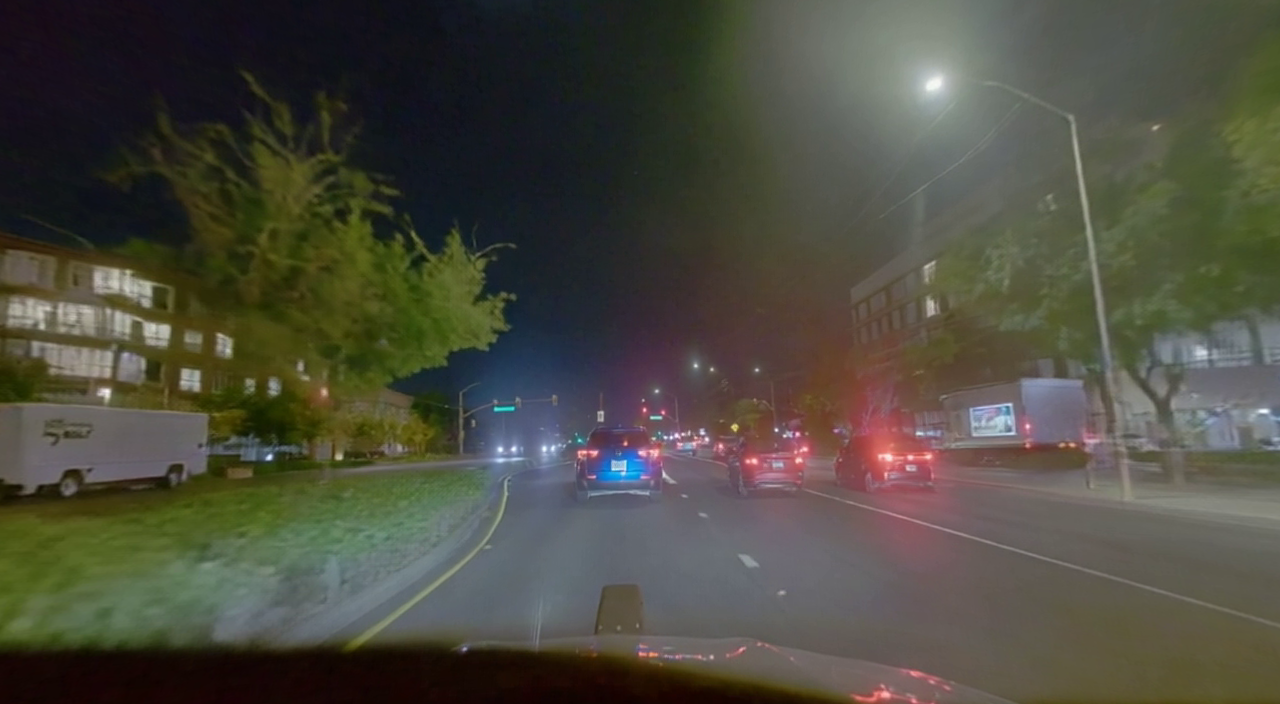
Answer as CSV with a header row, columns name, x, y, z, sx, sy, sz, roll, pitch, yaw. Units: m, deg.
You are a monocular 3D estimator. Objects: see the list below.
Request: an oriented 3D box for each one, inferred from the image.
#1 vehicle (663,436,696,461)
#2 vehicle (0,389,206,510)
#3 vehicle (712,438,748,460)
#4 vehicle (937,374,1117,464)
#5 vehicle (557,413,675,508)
name,x,y,z,sx,sy,sz,roll,pitch,yaw
vehicle,2.648,6.641,43.603,1.929,1.590,4.287,0,-8,-1
vehicle,-19.076,3.311,21.707,2.811,3.399,7.898,0,-9,-2
vehicle,6.224,6.790,44.086,1.777,1.443,3.942,0,-8,-2
vehicle,18.302,3.458,30.956,3.269,3.755,8.862,0,-9,2
vehicle,-0.509,2.403,14.332,2.277,1.816,4.192,0,-8,-1
